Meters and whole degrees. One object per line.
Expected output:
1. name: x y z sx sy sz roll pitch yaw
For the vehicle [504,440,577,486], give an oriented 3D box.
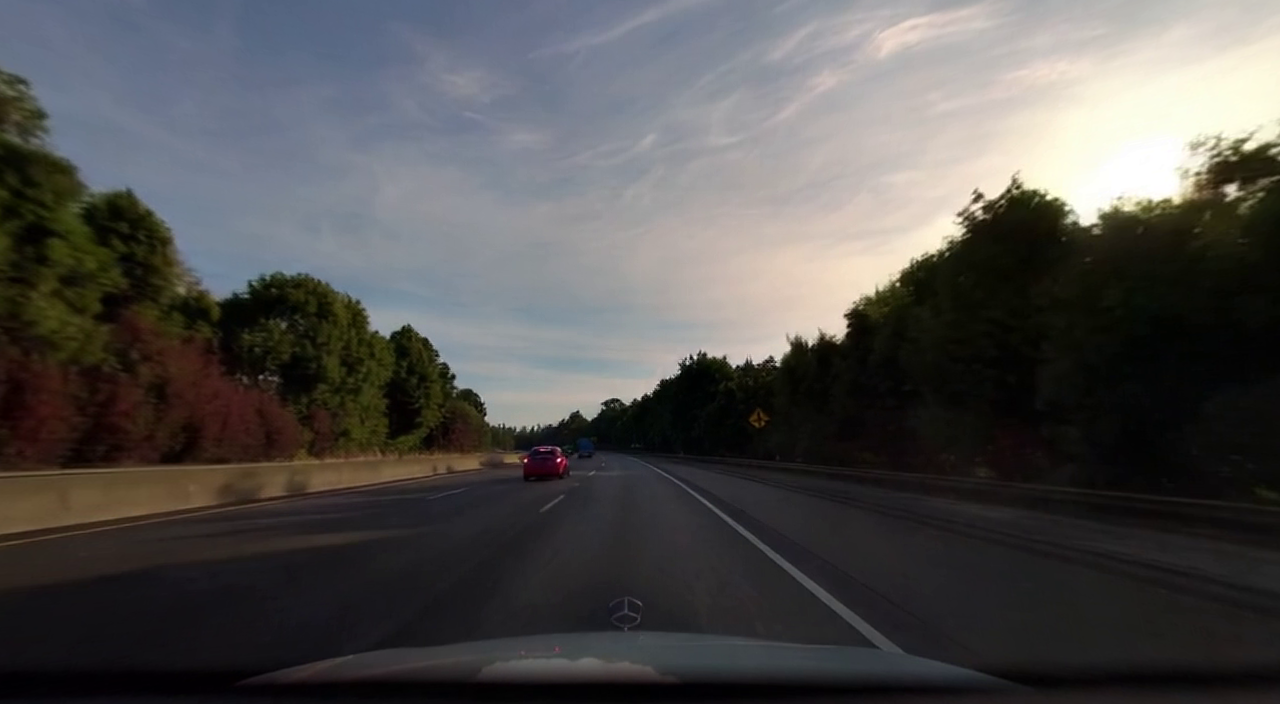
1. vehicle: -3.990 4.563 26.208 2.279 1.683 4.726 0 -9 -1
